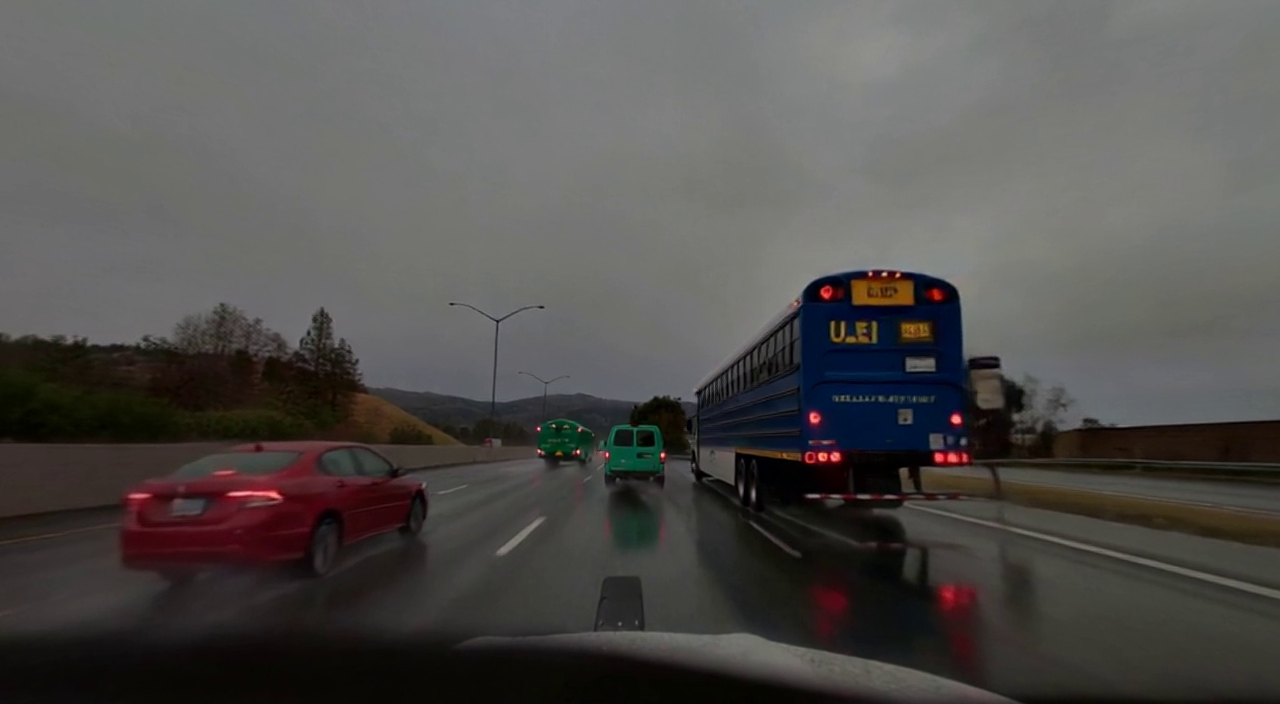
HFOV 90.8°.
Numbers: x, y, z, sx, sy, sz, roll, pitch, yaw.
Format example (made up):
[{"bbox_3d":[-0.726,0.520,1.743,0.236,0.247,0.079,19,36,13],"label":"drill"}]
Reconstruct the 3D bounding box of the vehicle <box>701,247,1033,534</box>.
[{"bbox_3d":[3.809,1.441,15.598,3.006,4.101,13.245,0,-8,-1],"label":"vehicle"}]

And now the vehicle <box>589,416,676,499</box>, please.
[{"bbox_3d":[-0.256,2.804,17.145,2.037,1.929,4.343,0,-8,-2],"label":"vehicle"}]

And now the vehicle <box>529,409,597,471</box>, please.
[{"bbox_3d":[-4.088,4.938,35.235,2.947,3.009,7.991,0,-8,-1],"label":"vehicle"}]

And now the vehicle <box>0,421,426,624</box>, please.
[{"bbox_3d":[-4.054,1.549,6.734,2.039,1.453,4.197,0,-8,0],"label":"vehicle"}]
